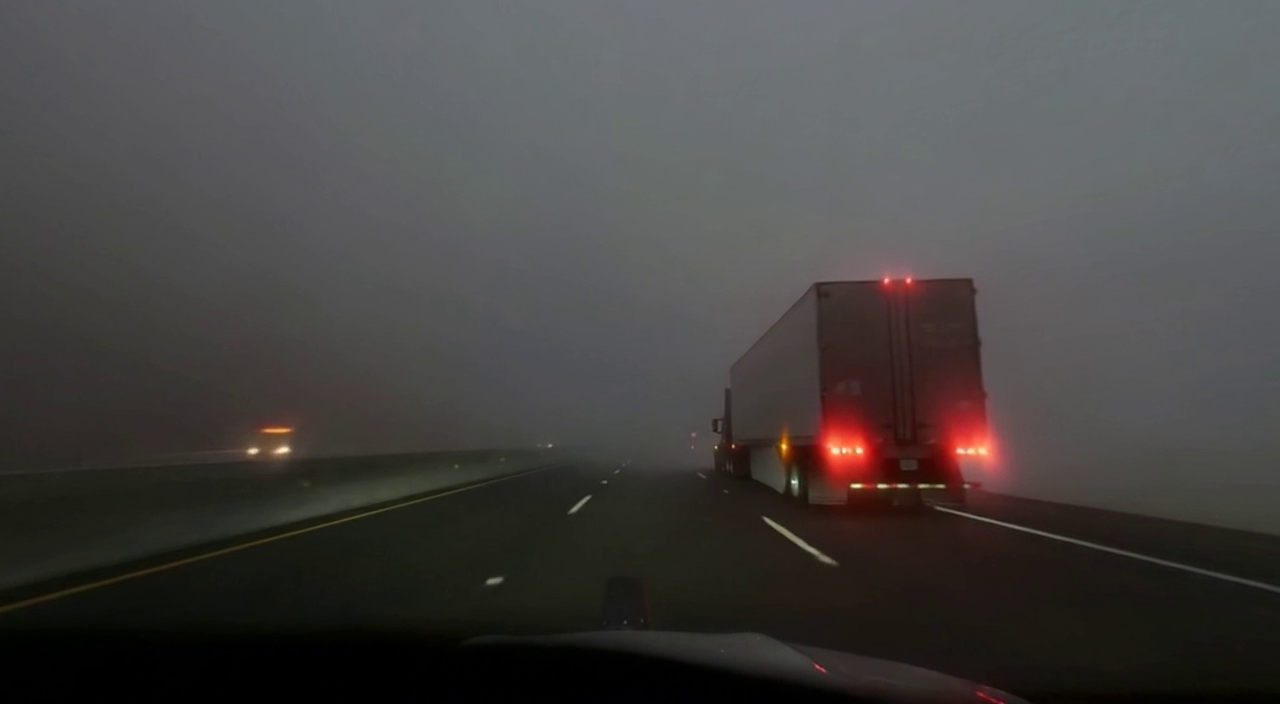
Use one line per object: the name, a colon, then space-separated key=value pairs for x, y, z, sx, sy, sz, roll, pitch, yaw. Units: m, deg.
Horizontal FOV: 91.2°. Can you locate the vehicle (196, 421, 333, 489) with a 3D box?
vehicle: x=-19.604 y=5.434 z=33.420 sx=2.652 sy=3.205 sz=7.070 roll=0 pitch=-8 yaw=2

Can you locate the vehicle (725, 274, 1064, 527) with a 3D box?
vehicle: x=4.902 y=1.778 z=17.056 sx=3.485 sy=3.975 sz=14.489 roll=0 pitch=-8 yaw=1
